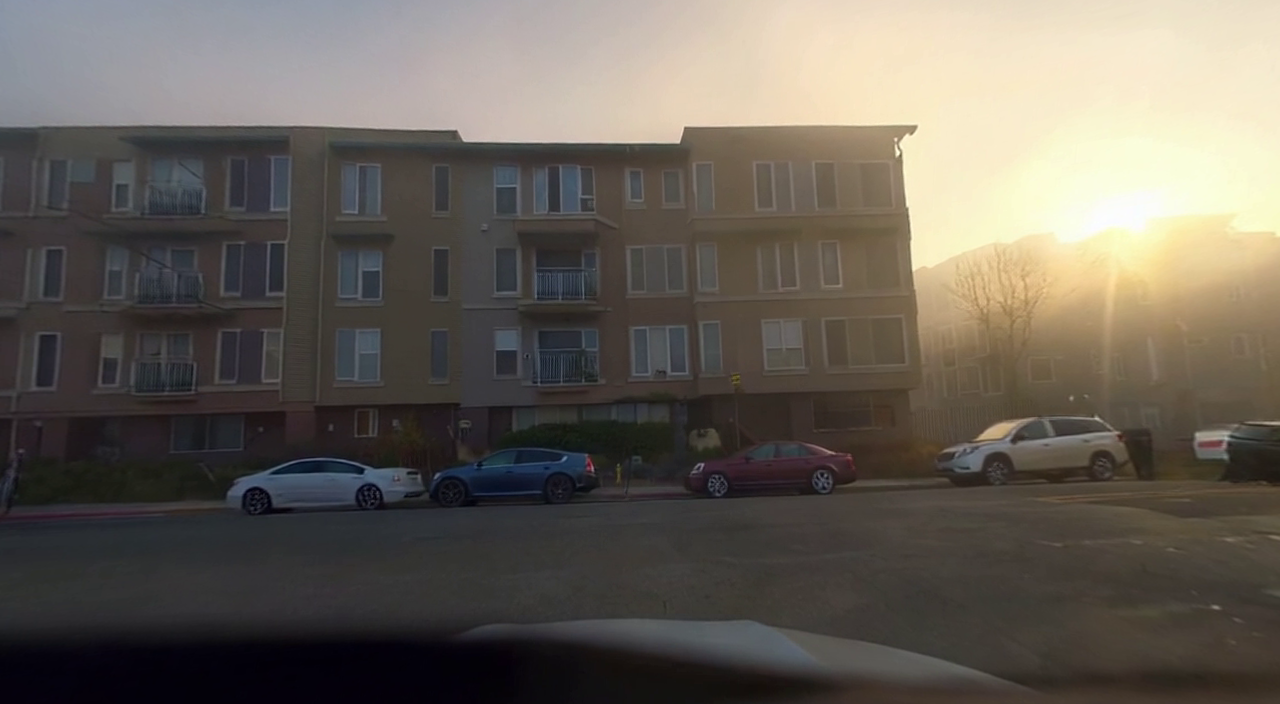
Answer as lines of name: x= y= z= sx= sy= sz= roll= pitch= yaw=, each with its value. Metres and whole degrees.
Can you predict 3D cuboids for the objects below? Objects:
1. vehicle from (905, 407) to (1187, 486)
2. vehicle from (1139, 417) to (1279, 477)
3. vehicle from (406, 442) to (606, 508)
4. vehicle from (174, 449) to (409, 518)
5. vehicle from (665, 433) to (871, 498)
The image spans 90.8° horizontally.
vehicle: x=10.265 y=2.418 z=16.337 sx=5.739 sy=1.852 sz=2.330 roll=0 pitch=-8 yaw=-4
vehicle: x=16.183 y=2.504 z=16.753 sx=4.426 sy=1.476 sz=1.864 roll=1 pitch=-8 yaw=-5
vehicle: x=-3.108 y=2.945 z=15.401 sx=4.489 sy=1.470 sz=1.776 roll=1 pitch=-8 yaw=-5
vehicle: x=-8.025 y=3.053 z=14.947 sx=4.423 sy=1.449 sz=1.813 roll=1 pitch=-8 yaw=-6
vehicle: x=3.066 y=2.793 z=15.763 sx=4.681 sy=1.480 sz=1.817 roll=0 pitch=-8 yaw=-4
